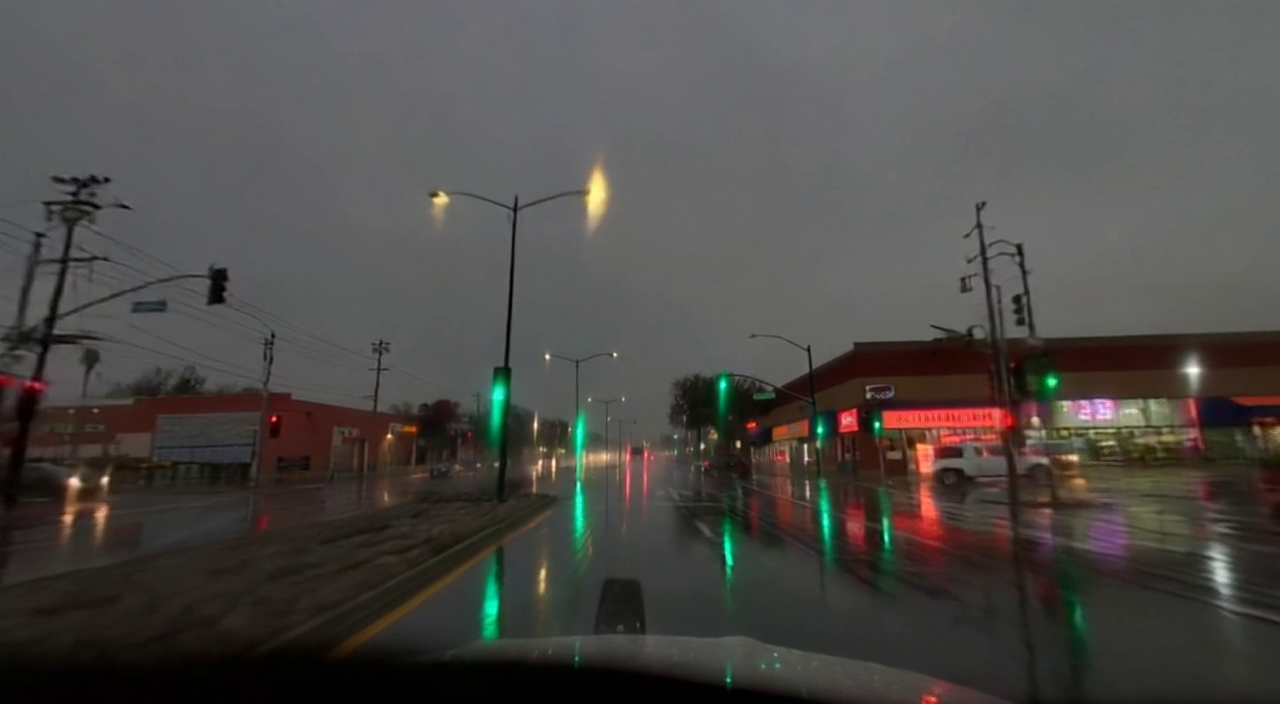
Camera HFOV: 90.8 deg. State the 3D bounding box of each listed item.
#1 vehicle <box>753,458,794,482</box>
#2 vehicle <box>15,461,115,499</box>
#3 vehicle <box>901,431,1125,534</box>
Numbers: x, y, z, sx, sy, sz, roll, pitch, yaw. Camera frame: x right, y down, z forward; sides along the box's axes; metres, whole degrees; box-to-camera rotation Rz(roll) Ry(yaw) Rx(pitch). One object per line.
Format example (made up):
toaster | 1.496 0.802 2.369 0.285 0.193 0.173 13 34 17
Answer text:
vehicle | 9.538 8.452 45.566 1.948 1.483 4.645 0 -8 0
vehicle | -26.305 5.879 28.971 2.803 1.565 1.715 -2 -13 -1
vehicle | 7.130 2.491 12.796 1.974 1.679 4.611 -1 -8 4
